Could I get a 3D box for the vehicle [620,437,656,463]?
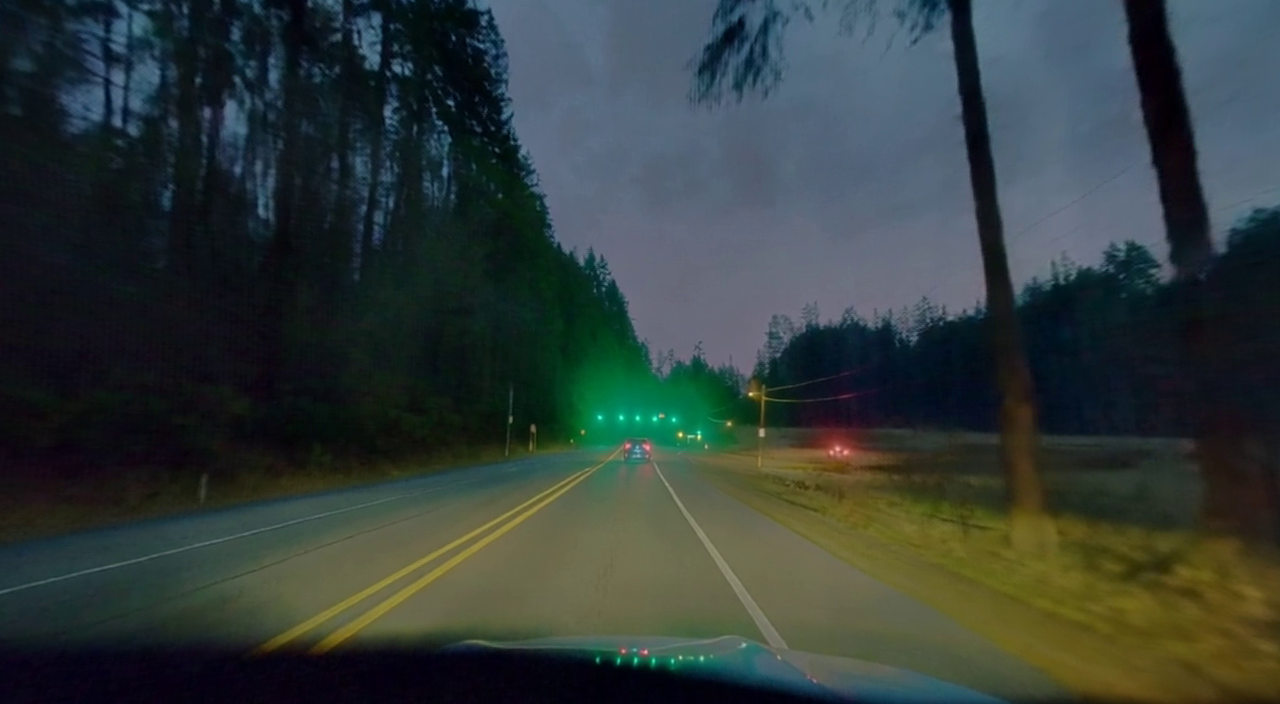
[{"bbox_3d":[-0.105,5.953,38.340,2.042,1.489,3.963,0,-8,0],"label":"vehicle"}]
